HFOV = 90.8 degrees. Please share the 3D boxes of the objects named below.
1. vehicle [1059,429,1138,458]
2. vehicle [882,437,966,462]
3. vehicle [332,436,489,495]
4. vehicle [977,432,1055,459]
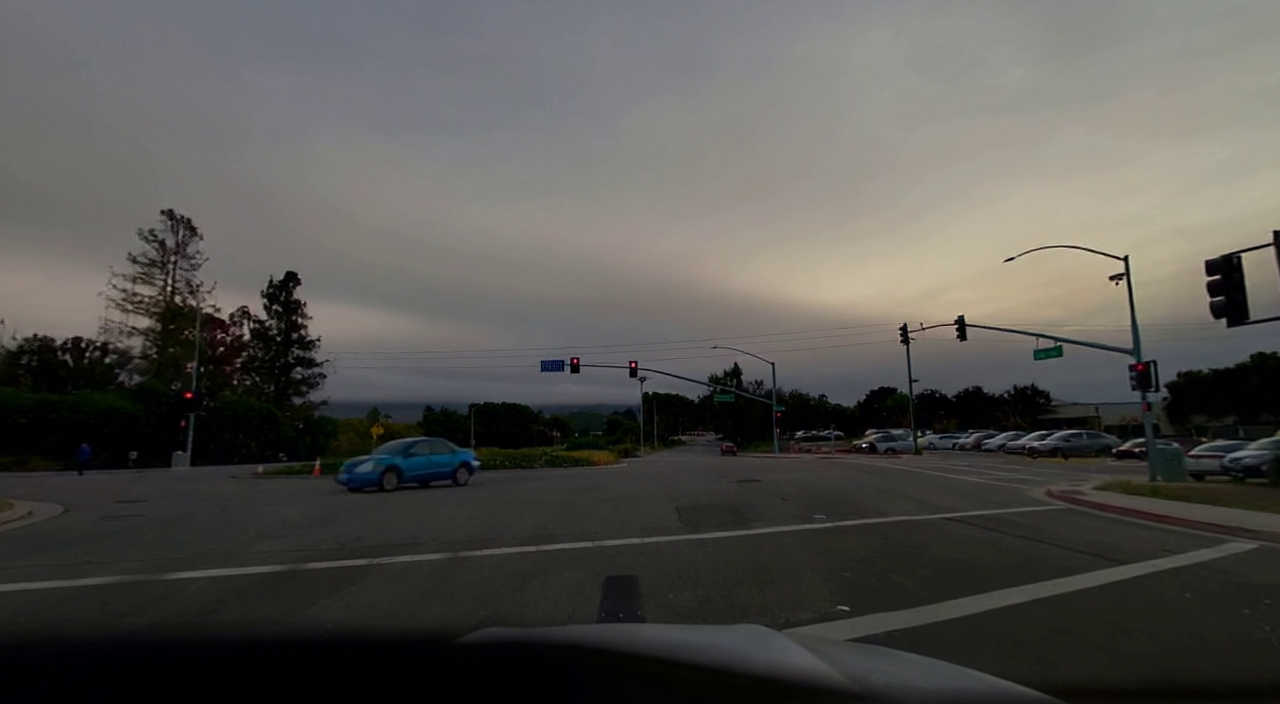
[{"bbox_3d":[36.102,7.198,49.712,6.148,2.119,2.473,4,-10,-28],"label":"vehicle"},{"bbox_3d":[18.709,6.424,41.607,5.234,1.549,1.982,4,-9,-24],"label":"vehicle"},{"bbox_3d":[-6.502,3.215,18.276,1.740,1.500,3.896,-6,-11,35],"label":"vehicle"},{"bbox_3d":[26.957,6.721,45.240,5.032,1.828,2.183,4,-9,-24],"label":"vehicle"}]
